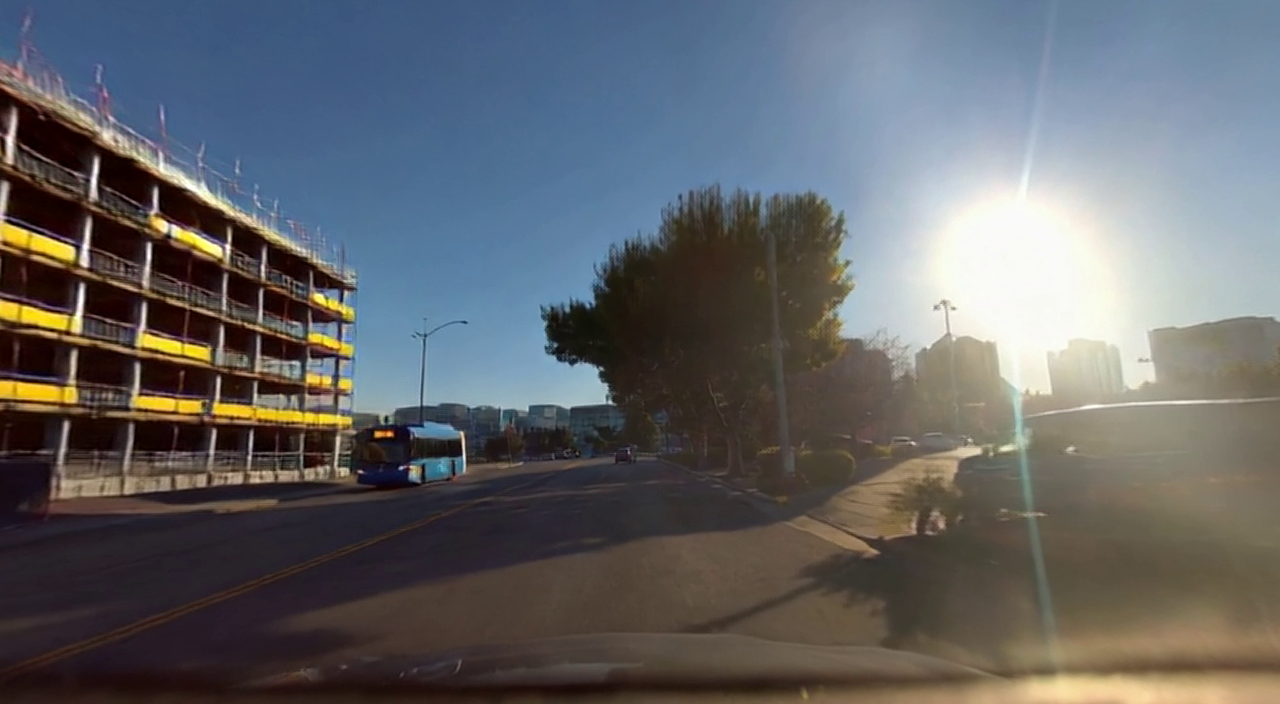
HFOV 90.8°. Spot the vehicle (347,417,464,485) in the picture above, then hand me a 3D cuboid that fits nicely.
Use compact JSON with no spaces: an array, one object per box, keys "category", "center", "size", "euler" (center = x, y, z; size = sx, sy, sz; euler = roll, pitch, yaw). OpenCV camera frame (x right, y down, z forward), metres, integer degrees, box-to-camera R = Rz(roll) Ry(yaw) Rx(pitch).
[{"category":"vehicle","center":[-10.538,4.563,29.181],"size":[2.979,2.803,5.962],"euler":[0,-9,1]}]

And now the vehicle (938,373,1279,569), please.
[{"category":"vehicle","center":[6.986,1.662,9.184],"size":[2.267,1.911,5.816],"euler":[1,-10,-2]}]

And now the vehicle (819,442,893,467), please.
[{"category":"vehicle","center":[13.393,6.396,39.253],"size":[3.897,1.470,1.829],"euler":[1,-10,-2]}]
